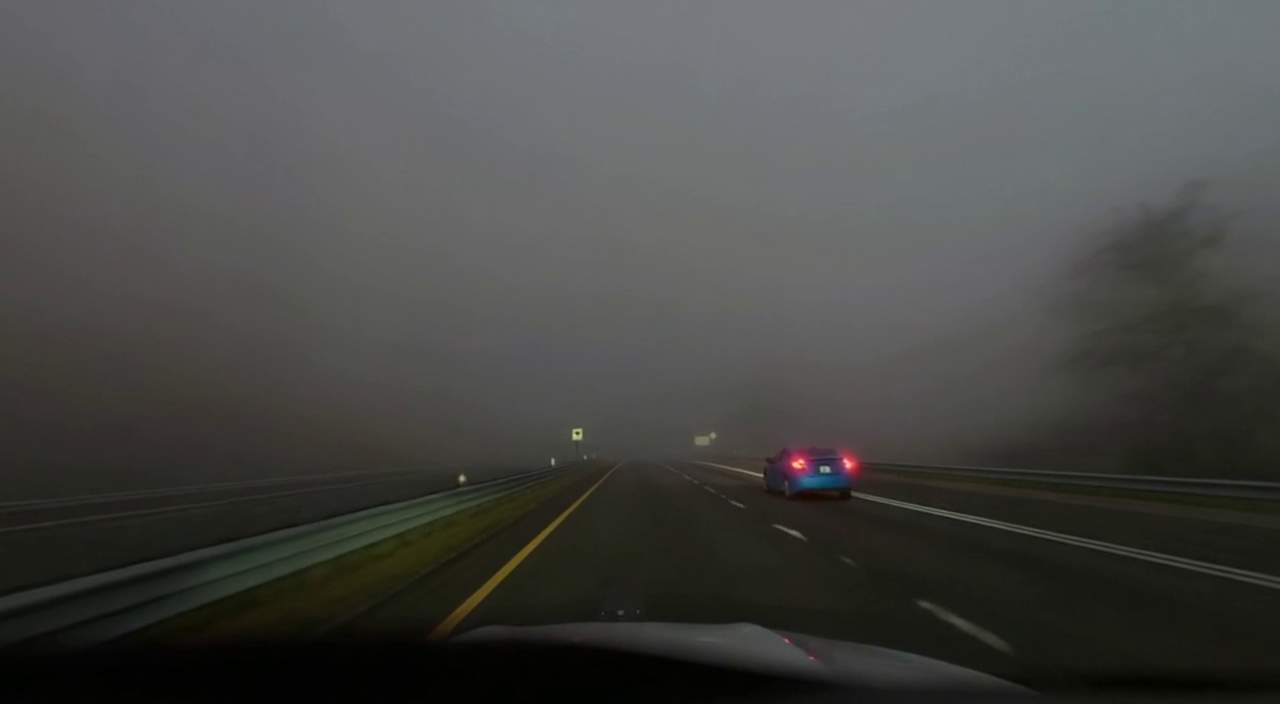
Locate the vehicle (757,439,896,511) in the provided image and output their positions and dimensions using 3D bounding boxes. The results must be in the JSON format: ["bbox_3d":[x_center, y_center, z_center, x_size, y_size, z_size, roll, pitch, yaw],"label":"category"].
[{"bbox_3d":[4.240,2.871,15.043,1.981,1.440,4.125,0,-9,-1],"label":"vehicle"}]
